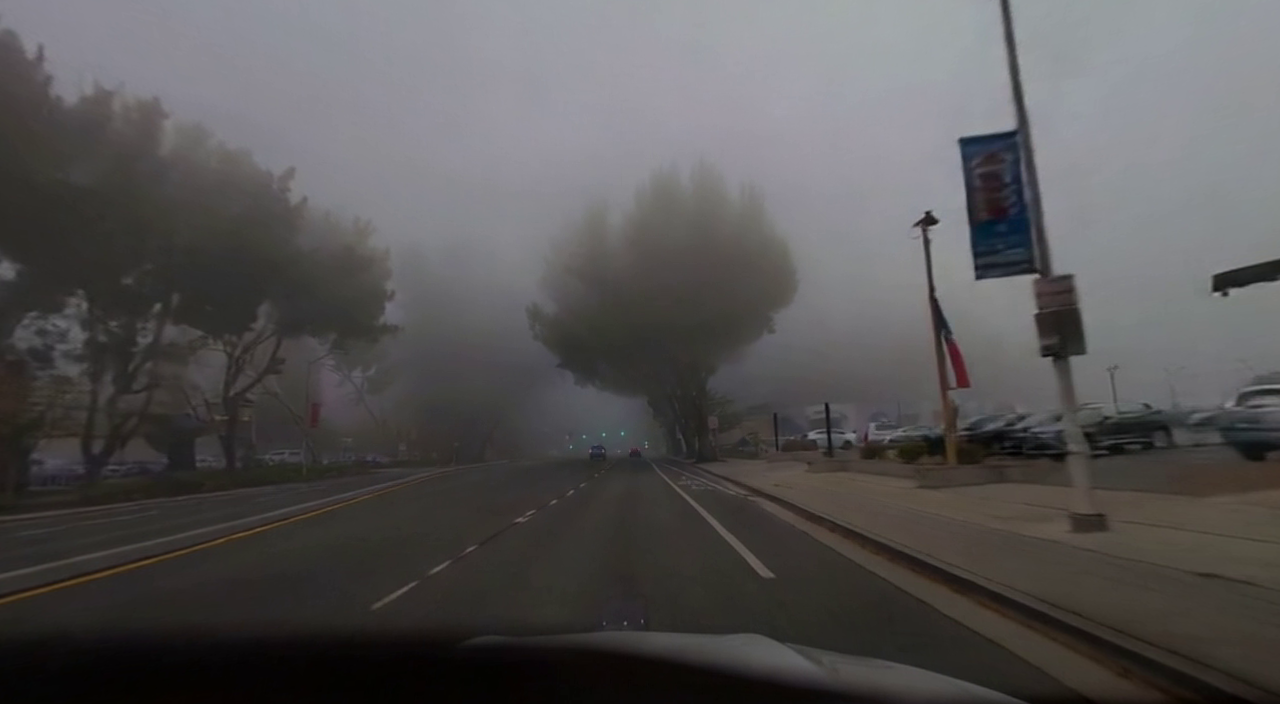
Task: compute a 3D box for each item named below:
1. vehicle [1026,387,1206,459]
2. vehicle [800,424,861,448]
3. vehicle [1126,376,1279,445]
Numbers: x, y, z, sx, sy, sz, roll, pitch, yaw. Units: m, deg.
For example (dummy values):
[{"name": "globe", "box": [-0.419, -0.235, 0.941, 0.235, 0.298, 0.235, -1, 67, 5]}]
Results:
[{"name": "vehicle", "box": [12.517, 1.879, 16.718, 3.351, 1.387, 1.579, -7, -7, -1]}, {"name": "vehicle", "box": [13.555, 6.003, 45.020, 3.756, 1.580, 1.886, -1, -9, 3]}, {"name": "vehicle", "box": [12.845, 1.296, 13.631, 3.255, 1.363, 1.549, -1, -10, 3]}]
